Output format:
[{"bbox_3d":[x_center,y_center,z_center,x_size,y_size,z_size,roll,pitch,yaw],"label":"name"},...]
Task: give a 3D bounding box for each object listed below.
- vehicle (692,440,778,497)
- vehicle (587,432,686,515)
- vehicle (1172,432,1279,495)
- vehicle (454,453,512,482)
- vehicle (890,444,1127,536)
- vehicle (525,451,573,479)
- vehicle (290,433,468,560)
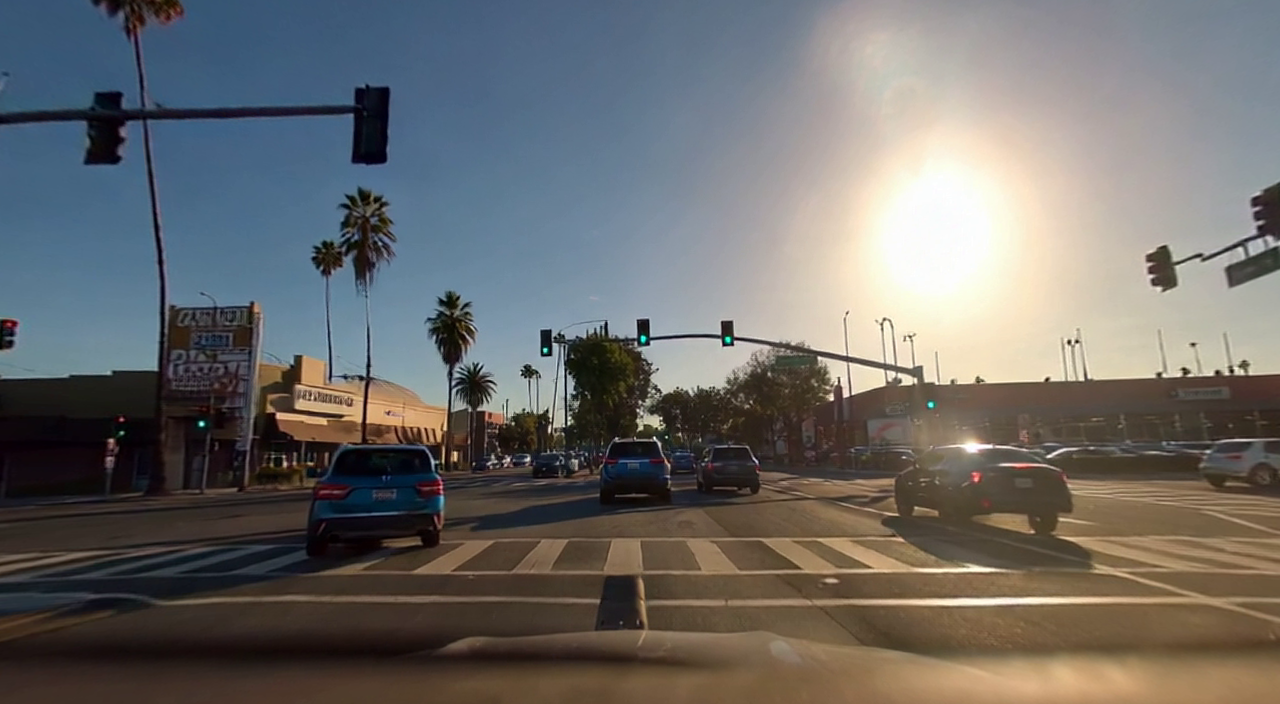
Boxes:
[{"bbox_3d":[3.084,3.878,21.525,2.112,1.710,4.234,0,-9,-2],"label":"vehicle"},{"bbox_3d":[-0.157,2.972,15.965,2.151,1.787,4.109,0,-9,-2],"label":"vehicle"},{"bbox_3d":[19.831,3.366,19.351,5.053,1.787,2.168,0,-9,-1],"label":"vehicle"},{"bbox_3d":[-8.533,6.319,34.821,2.061,1.415,4.289,0,-9,1],"label":"vehicle"},{"bbox_3d":[6.784,2.543,12.329,1.944,1.447,4.309,0,-9,-1],"label":"vehicle"},{"bbox_3d":[-5.147,6.411,36.178,2.030,1.441,4.324,-1,-9,1],"label":"vehicle"},{"bbox_3d":[-4.123,2.272,10.807,2.201,1.644,4.465,2,-9,-15],"label":"vehicle"}]
